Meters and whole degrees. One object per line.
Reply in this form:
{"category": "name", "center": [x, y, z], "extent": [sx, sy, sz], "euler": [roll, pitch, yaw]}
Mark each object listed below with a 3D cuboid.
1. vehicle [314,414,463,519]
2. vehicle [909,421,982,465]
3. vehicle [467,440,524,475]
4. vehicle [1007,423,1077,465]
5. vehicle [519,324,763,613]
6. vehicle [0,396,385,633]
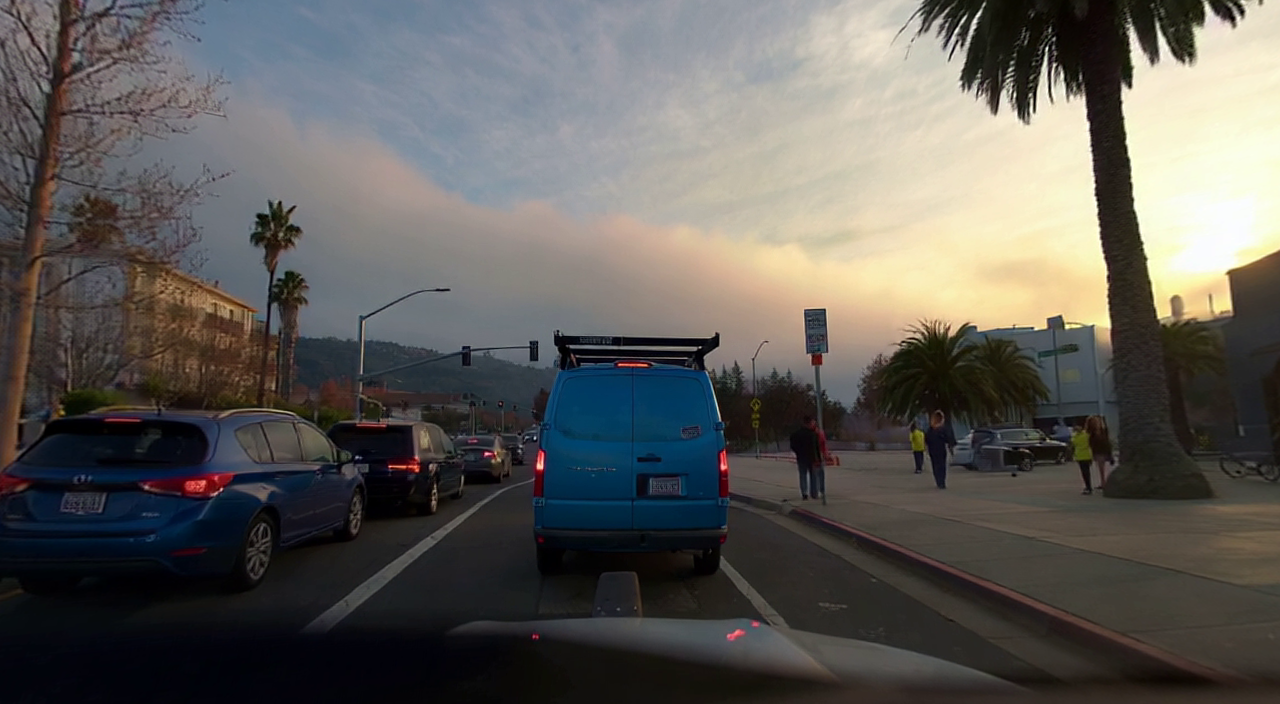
{"category": "vehicle", "center": [-5.202, 2.425, 13.879], "extent": [2.089, 1.854, 5.022], "euler": [2, -9, -11]}
{"category": "vehicle", "center": [12.645, 3.764, 26.037], "extent": [2.046, 1.675, 3.924], "euler": [-6, -10, 33]}
{"category": "vehicle", "center": [-6.834, 4.890, 29.565], "extent": [1.818, 1.479, 4.428], "euler": [4, -9, -22]}
{"category": "vehicle", "center": [15.796, 3.613, 24.717], "extent": [2.048, 1.475, 3.972], "euler": [-6, -10, 34]}
{"category": "vehicle", "center": [-0.202, 1.211, 7.169], "extent": [1.902, 2.238, 4.263], "euler": [1, -9, -6]}
{"category": "vehicle", "center": [-4.400, 1.467, 6.662], "extent": [1.986, 1.643, 4.315], "euler": [1, -9, -6]}
